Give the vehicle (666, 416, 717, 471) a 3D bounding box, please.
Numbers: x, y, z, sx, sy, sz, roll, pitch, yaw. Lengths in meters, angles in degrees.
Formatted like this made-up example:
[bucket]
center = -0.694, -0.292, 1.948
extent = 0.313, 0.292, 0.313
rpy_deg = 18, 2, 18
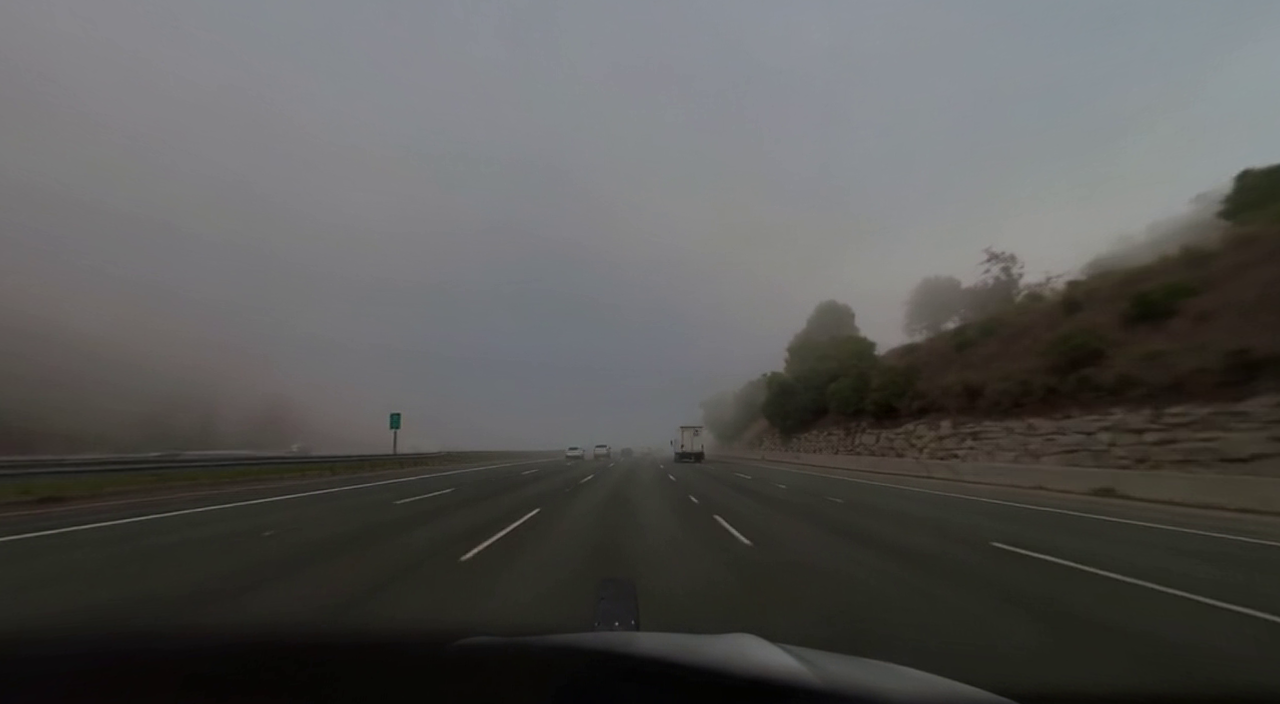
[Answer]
[vehicle]
center = 3.264, 6.110, 41.721
extent = 2.795, 3.187, 7.205
rpy_deg = -1, -10, 1
